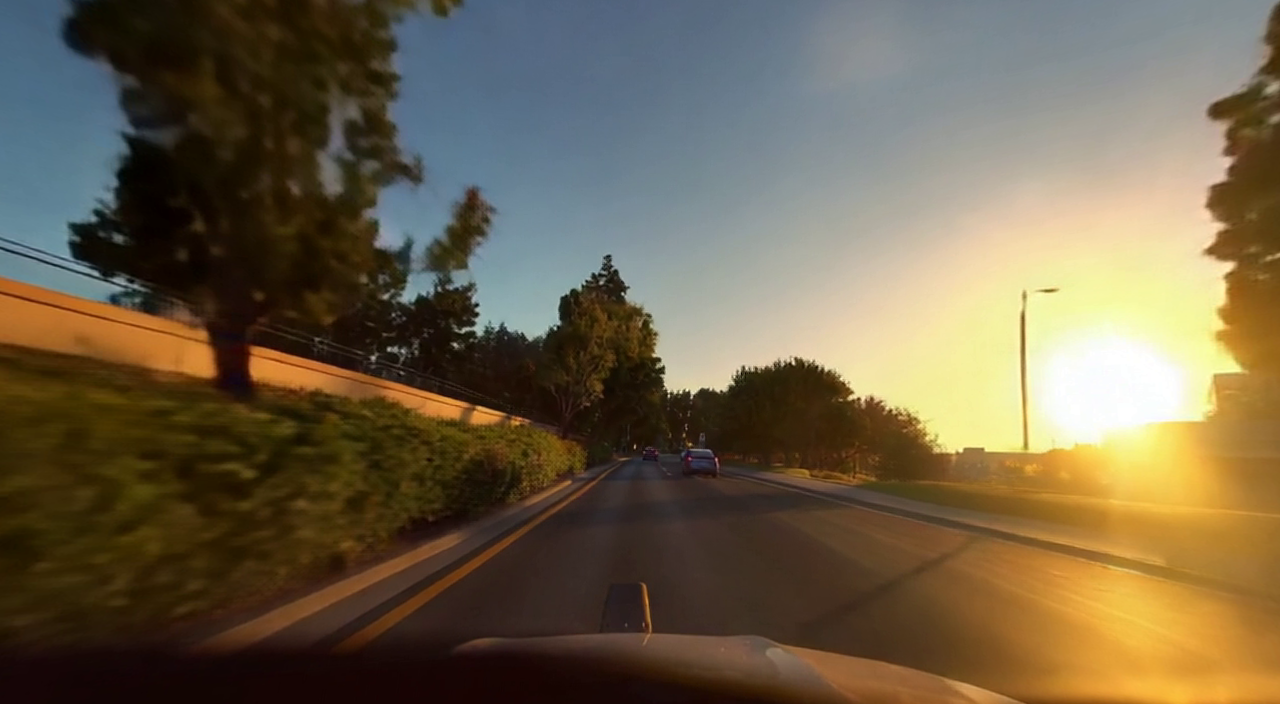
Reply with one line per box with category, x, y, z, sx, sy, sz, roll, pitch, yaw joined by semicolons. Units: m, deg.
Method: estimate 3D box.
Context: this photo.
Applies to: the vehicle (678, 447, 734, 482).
vehicle;2.972;5.182;29.404;1.956;1.473;4.640;0;-9;-2
